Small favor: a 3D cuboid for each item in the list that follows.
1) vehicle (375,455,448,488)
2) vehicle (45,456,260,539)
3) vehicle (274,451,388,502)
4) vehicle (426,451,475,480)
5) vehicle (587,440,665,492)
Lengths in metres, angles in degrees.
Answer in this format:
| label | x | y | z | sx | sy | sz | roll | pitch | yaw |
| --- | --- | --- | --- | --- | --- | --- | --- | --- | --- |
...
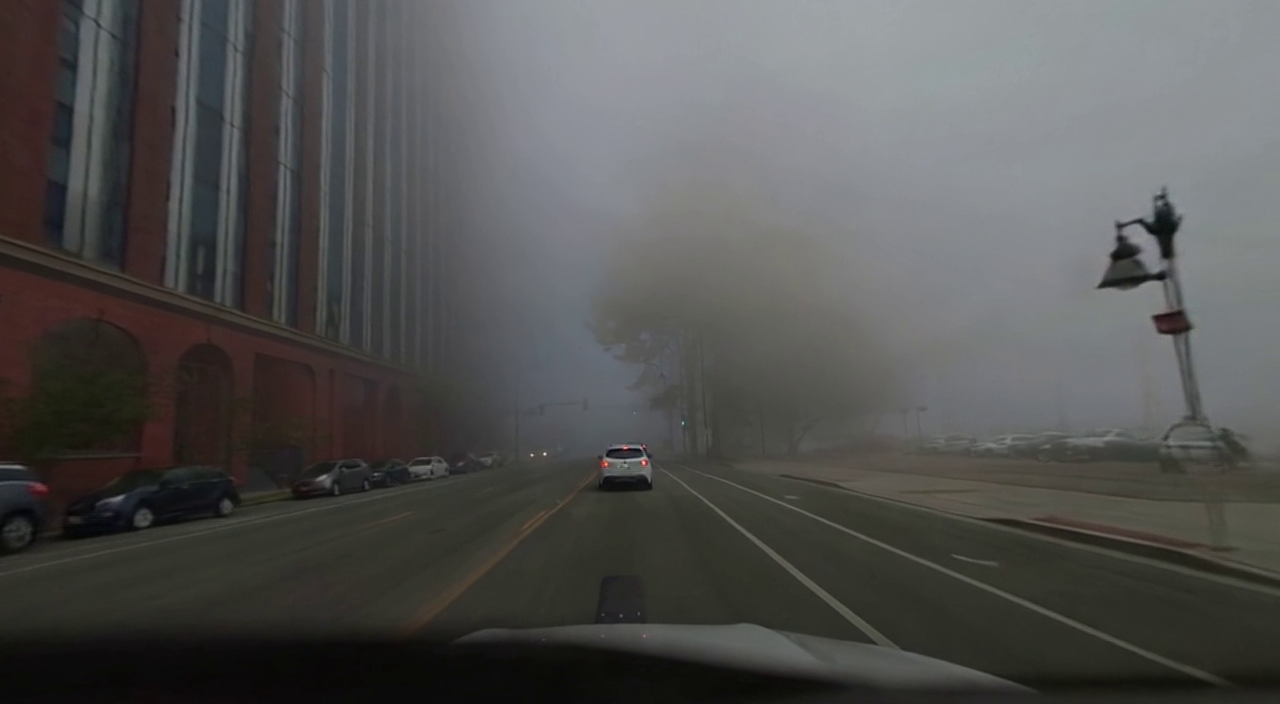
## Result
| label | x | y | z | sx | sy | sz | roll | pitch | yaw |
| --- | --- | --- | --- | --- | --- | --- | --- | --- | --- |
| vehicle | -11.829 | 6.183 | 33.094 | 1.991 | 1.507 | 4.879 | 0 | -8 | 0 |
| vehicle | -11.905 | 3.508 | 15.933 | 1.881 | 1.686 | 4.451 | 0 | -9 | -1 |
| vehicle | -11.977 | 4.823 | 24.936 | 2.077 | 1.732 | 4.704 | 0 | -9 | 0 |
| vehicle | -12.130 | 7.264 | 40.666 | 1.976 | 1.577 | 4.091 | -4 | -8 | -1 |
| vehicle | -0.432 | 3.615 | 20.361 | 2.269 | 1.479 | 3.980 | 0 | -9 | -1 |
